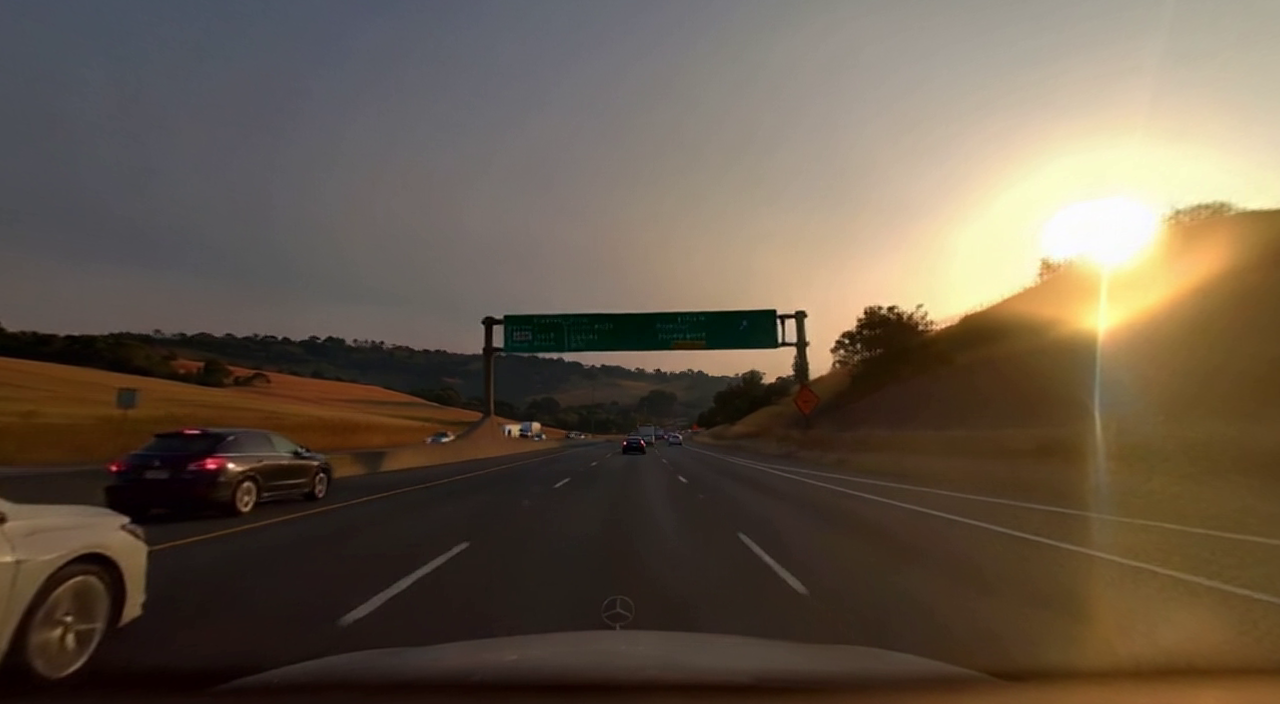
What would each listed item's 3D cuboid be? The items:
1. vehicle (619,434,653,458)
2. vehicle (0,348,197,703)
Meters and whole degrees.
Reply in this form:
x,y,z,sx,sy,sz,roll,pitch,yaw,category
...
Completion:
x,y,z,sx,sy,sz,roll,pitch,yaw,category
-0.308,6.177,41.755,2.140,1.475,3.969,0,-8,-1,vehicle
-3.865,0.706,1.760,2.070,1.703,4.452,0,-8,-1,vehicle
